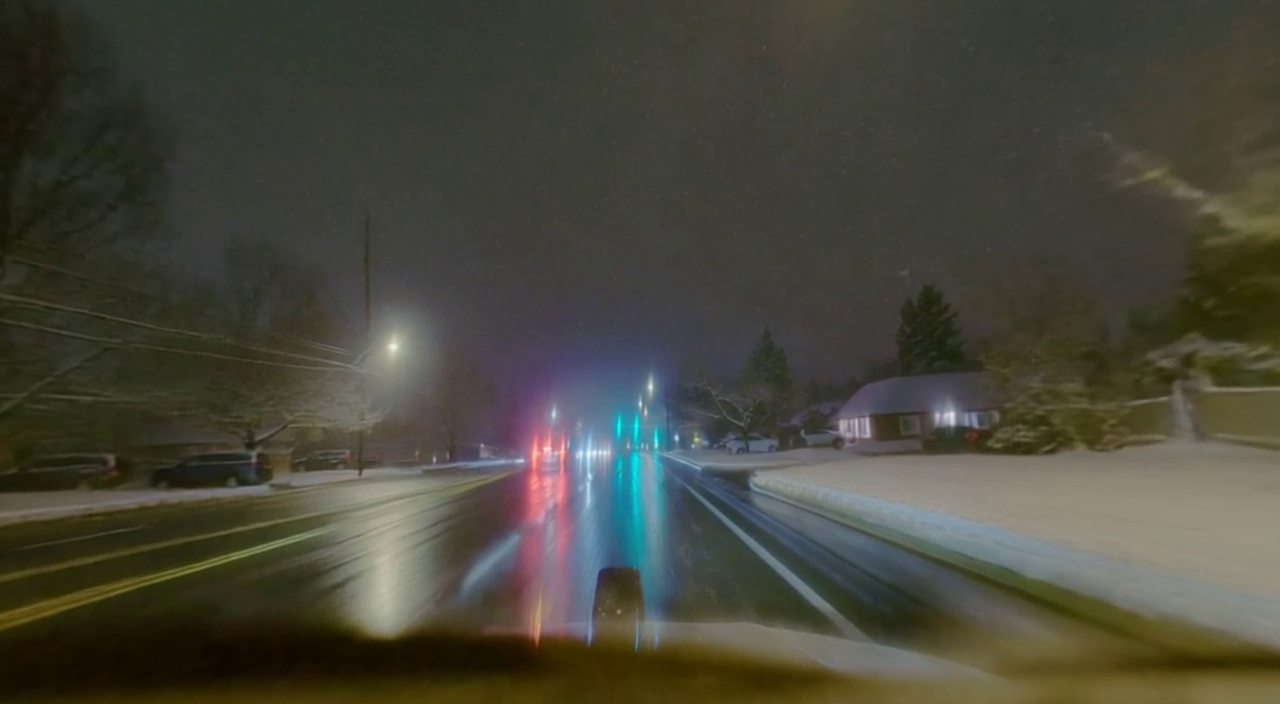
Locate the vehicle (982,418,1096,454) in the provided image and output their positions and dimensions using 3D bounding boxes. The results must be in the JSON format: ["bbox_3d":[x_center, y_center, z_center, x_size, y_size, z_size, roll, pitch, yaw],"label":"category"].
[{"bbox_3d":[17.172,3.680,27.476,1.784,1.411,4.402,0,-9,-5],"label":"vehicle"}]

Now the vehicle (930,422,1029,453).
[{"bbox_3d":[19.941,5.056,37.292,4.605,1.480,1.994,-3,-8,1],"label":"vehicle"}]

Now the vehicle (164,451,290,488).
[{"bbox_3d":[-20.894,5.933,32.150,4.866,1.749,2.158,0,-9,1],"label":"vehicle"}]

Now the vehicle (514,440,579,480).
[{"bbox_3d":[-3.716,4.381,25.915,2.030,1.467,4.251,0,-9,0],"label":"vehicle"}]

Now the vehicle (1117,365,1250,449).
[{"bbox_3d":[17.637,1.988,20.902,2.153,2.355,5.958,-5,-10,30],"label":"vehicle"}]

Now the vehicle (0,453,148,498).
[{"bbox_3d":[-26.205,5.575,28.705,6.046,1.942,2.085,-1,-9,3],"label":"vehicle"}]
